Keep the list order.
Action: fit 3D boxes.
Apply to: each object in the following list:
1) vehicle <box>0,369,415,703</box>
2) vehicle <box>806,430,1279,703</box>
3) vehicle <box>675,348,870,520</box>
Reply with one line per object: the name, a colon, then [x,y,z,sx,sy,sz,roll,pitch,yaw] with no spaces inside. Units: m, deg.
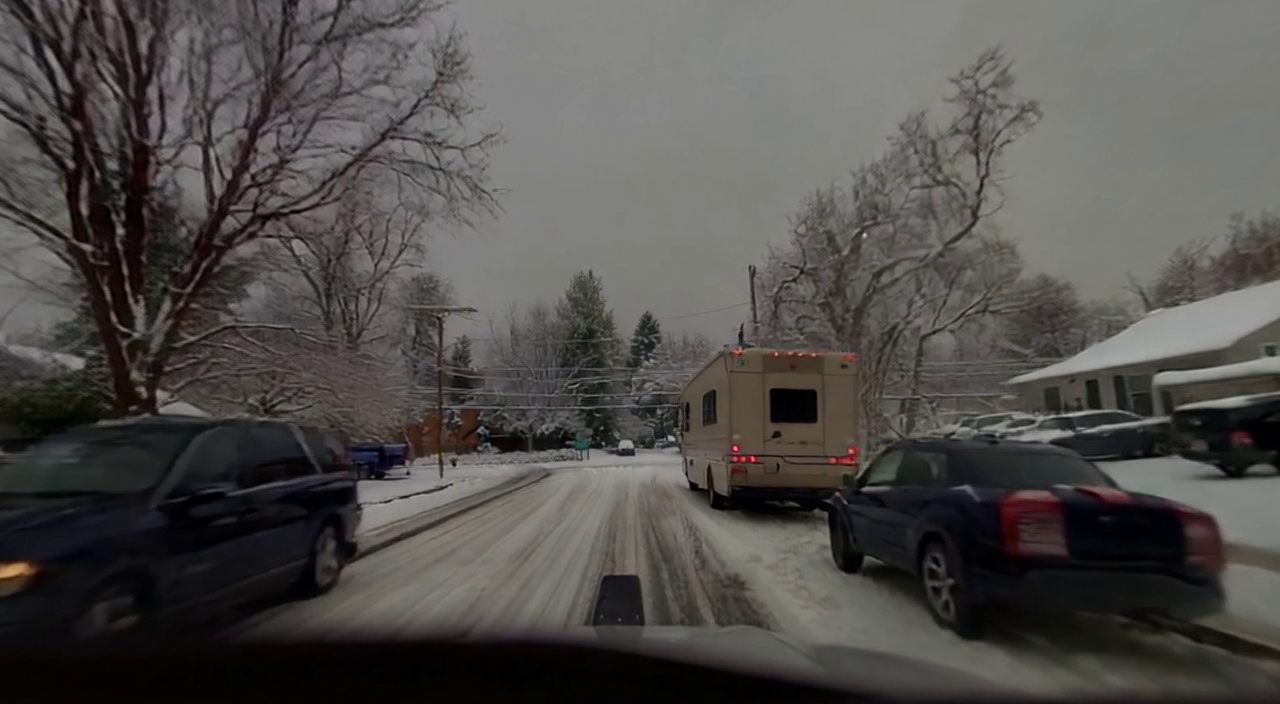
vehicle: [-3.605,1.267,4.940,2.194,1.763,4.288,0,-8,-2]
vehicle: [3.163,1.479,5.676,1.870,1.429,4.743,0,-8,-2]
vehicle: [2.742,2.185,16.426,2.915,3.243,8.972,0,-8,-1]
